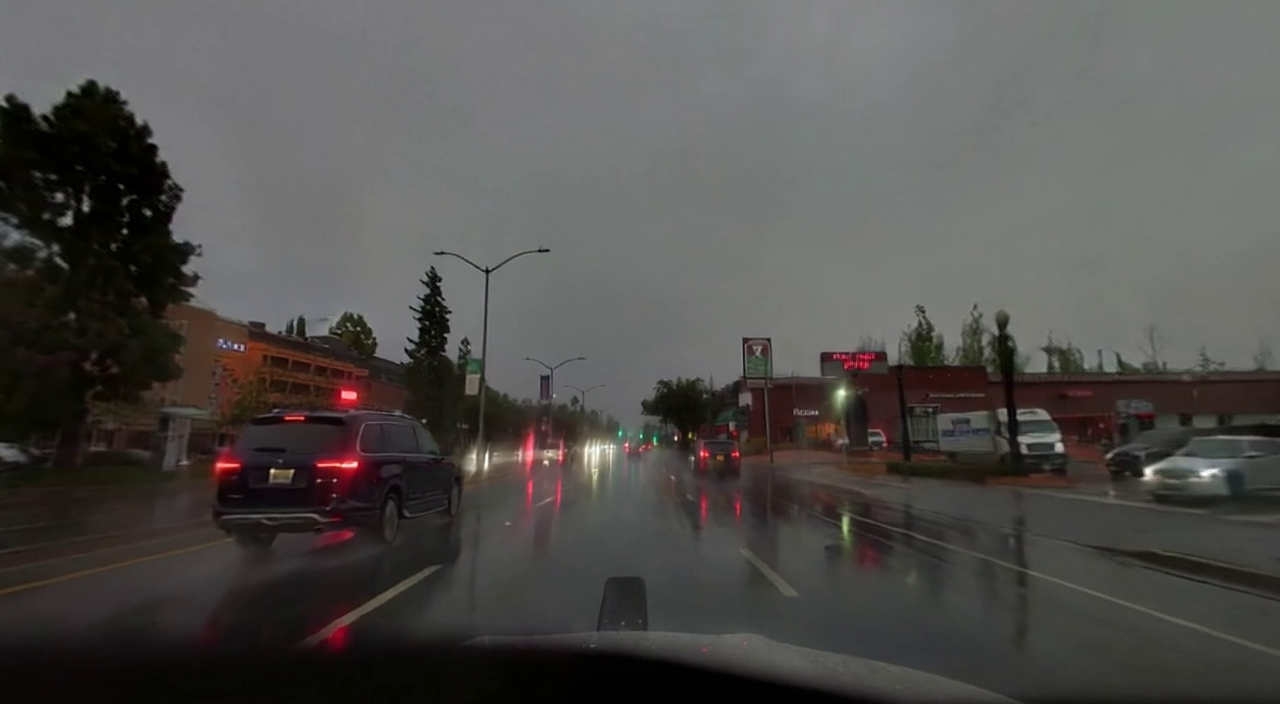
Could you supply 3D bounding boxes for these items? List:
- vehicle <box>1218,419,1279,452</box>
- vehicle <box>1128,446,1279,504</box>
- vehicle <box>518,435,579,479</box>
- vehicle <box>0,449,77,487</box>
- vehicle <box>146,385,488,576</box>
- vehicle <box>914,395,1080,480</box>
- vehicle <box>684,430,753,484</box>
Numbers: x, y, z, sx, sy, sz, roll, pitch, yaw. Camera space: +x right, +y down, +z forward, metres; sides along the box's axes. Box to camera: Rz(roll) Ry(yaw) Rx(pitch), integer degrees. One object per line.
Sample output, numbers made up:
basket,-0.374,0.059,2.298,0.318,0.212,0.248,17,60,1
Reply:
vehicle,37.010,4.892,36.726,4.183,1.852,2.188,0,-9,-2
vehicle,16.624,3.468,18.171,4.701,1.470,1.985,4,-9,-26
vehicle,-3.900,4.564,27.514,2.014,1.775,4.404,0,-8,0
vehicle,-31.188,5.729,31.143,4.268,1.775,2.189,4,-9,-26
vehicle,-3.852,1.652,8.823,2.210,1.925,4.838,0,-8,0
vehicle,15.686,3.943,28.599,2.642,3.252,8.515,1,-9,1
vehicle,2.989,4.133,24.942,2.024,1.921,4.431,0,-8,-2
